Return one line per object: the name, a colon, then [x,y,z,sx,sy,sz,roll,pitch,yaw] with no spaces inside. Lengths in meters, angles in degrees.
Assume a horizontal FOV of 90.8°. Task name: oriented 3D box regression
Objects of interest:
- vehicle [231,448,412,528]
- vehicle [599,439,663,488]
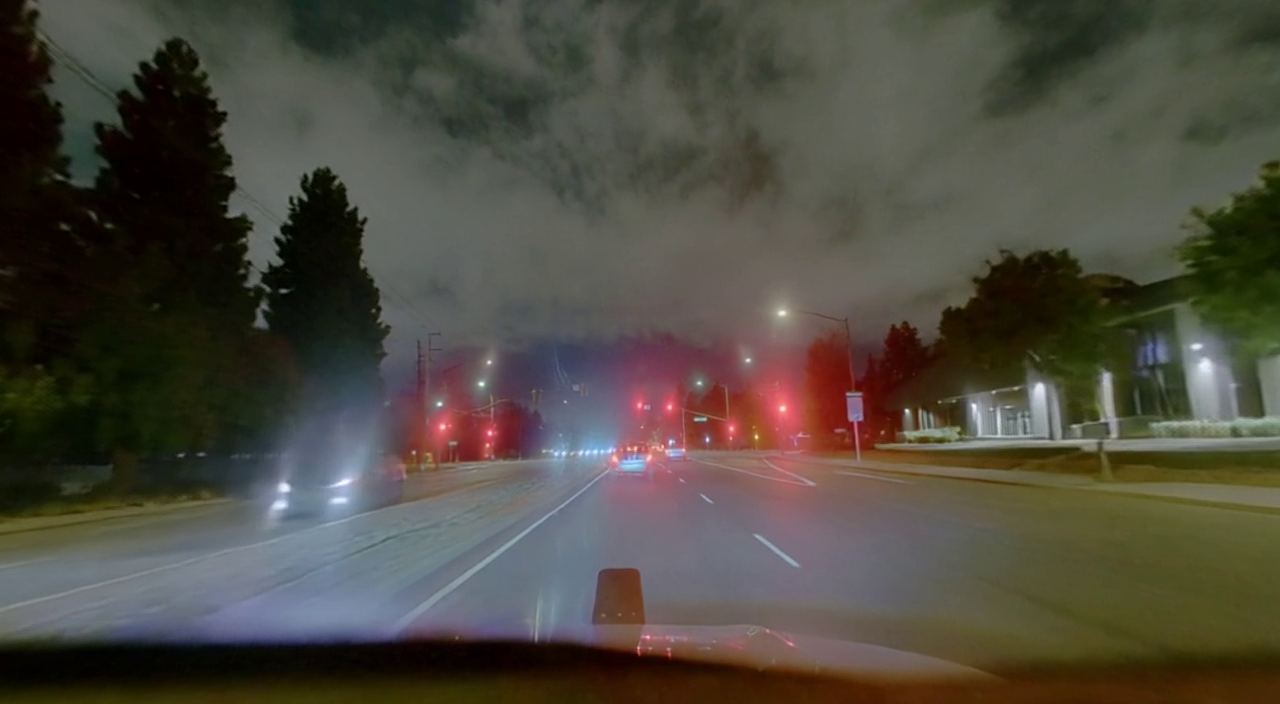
vehicle: [-7.289,3.113,15.107,2.094,1.579,4.297,0,-9,0]
vehicle: [-0.337,4.085,23.513,2.181,1.639,4.127,0,-9,-1]
